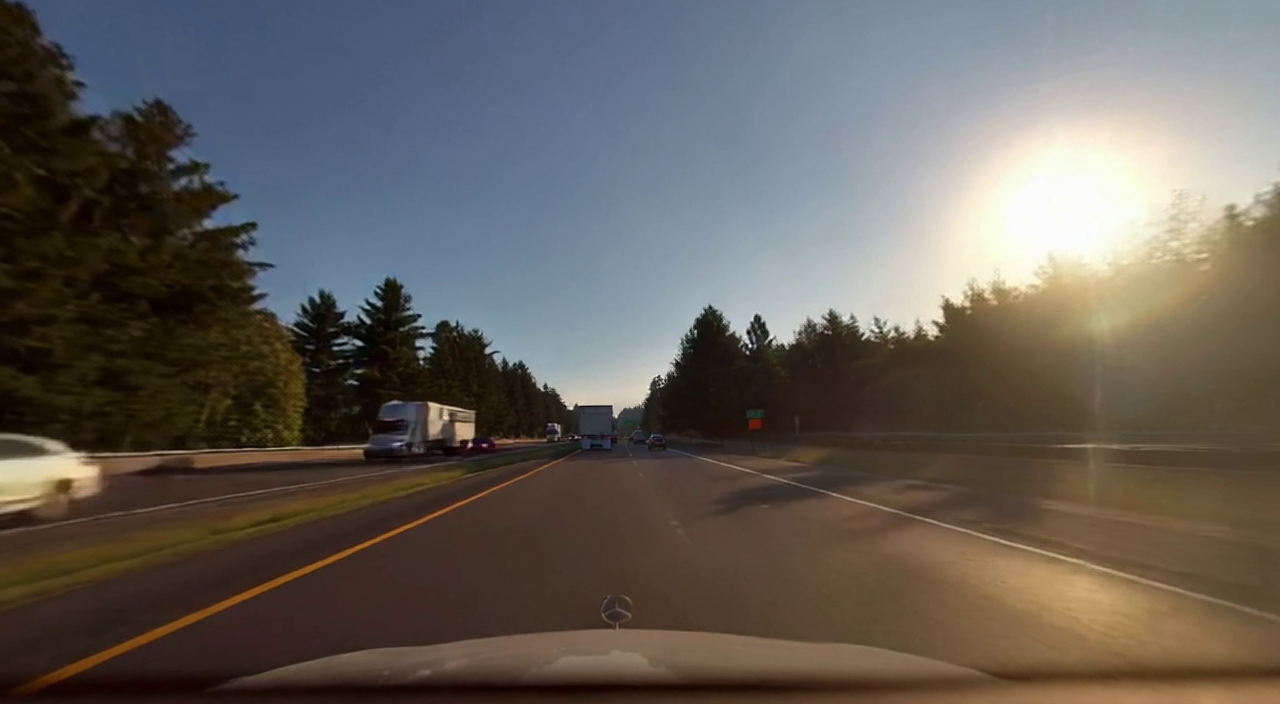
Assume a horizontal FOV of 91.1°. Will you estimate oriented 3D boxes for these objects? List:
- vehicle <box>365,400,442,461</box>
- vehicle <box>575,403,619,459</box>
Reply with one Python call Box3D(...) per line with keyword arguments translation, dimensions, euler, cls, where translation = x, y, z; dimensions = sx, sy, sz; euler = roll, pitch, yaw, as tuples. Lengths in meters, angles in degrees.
Box3D(translation=(-15.838, 5.344, 42.585), dimensions=(2.952, 3.869, 5.852), euler=(0, -8, -2), cls="vehicle")
Box3D(translation=(-2.548, 4.905, 38.900), dimensions=(2.450, 3.098, 6.965), euler=(0, -8, -2), cls="vehicle")
